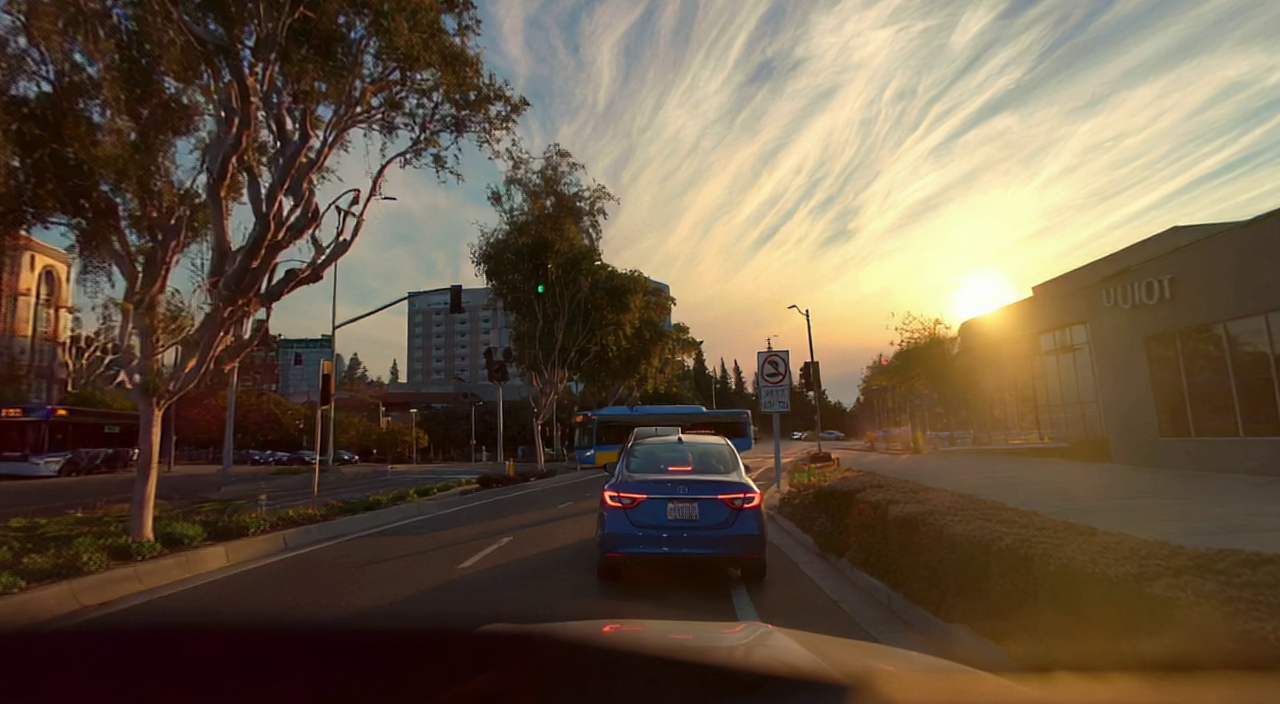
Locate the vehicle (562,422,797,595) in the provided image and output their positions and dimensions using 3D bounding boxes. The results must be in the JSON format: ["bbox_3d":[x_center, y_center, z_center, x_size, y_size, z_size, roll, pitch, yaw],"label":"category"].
[{"bbox_3d":[0.372,1.629,7.392,2.006,1.470,3.799,0,-8,1],"label":"vehicle"}]

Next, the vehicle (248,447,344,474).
[{"bbox_3d":[-20.328,6.383,37.602,1.883,1.461,4.830,-4,-9,23],"label":"vehicle"}]

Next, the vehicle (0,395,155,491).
[{"bbox_3d":[-25.952,3.650,25.329,2.692,3.685,10.153,-3,-9,20],"label":"vehicle"}]
